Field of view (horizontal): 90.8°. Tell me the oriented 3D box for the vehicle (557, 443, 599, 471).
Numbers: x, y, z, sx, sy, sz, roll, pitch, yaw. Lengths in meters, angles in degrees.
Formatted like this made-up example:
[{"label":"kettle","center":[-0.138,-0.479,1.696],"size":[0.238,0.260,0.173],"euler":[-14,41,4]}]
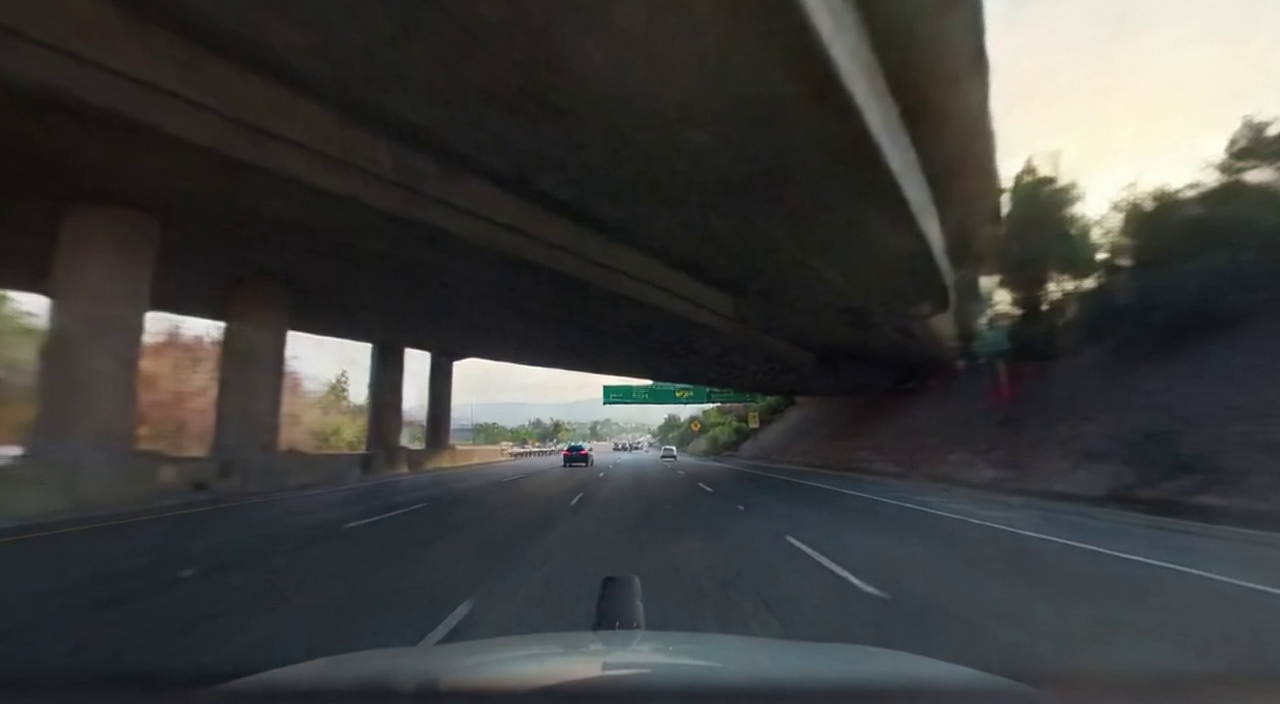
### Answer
[{"label":"vehicle","center":[-3.583,6.141,37.199],"size":[2.037,1.514,4.335],"euler":[0,-8,1]}]
